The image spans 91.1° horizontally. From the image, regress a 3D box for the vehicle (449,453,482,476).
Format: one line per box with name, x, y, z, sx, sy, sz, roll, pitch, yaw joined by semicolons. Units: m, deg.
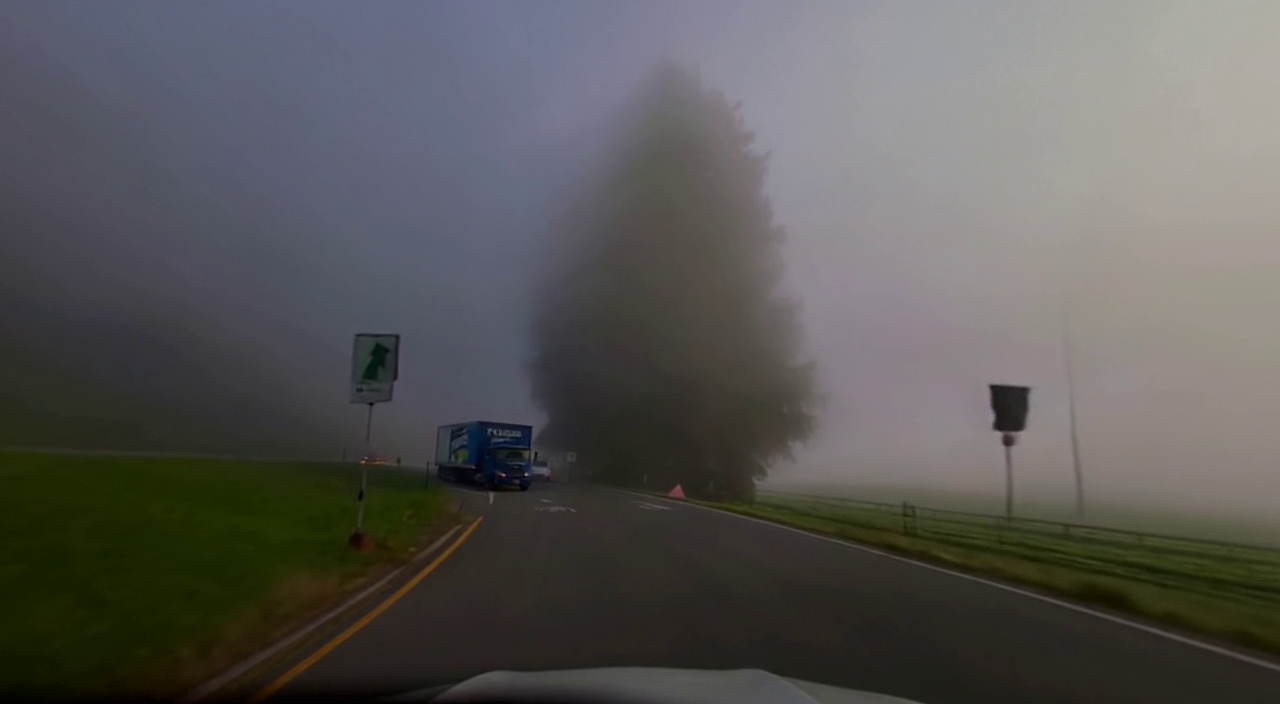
vehicle;-11.992;7.752;43.228;2.039;1.536;3.648;3;-11;-15
